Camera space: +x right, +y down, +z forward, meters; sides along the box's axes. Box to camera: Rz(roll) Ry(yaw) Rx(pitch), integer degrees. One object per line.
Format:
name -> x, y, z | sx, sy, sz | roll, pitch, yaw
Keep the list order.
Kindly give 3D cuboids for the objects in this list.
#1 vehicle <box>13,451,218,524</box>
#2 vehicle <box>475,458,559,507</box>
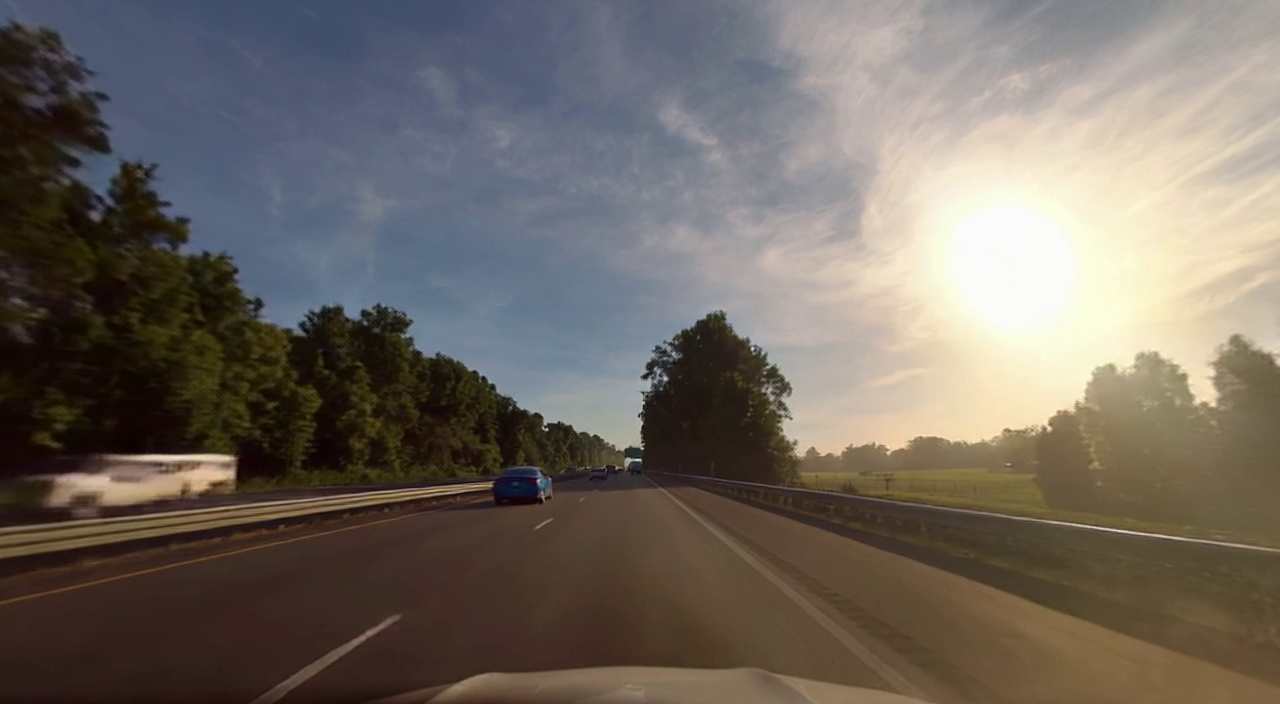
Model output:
vehicle -> -13.198, 3.437, 16.247 | 1.814, 1.610, 3.906 | 1, -11, 0
vehicle -> -4.257, 4.641, 22.652 | 2.040, 1.525, 4.603 | 1, -11, 1
